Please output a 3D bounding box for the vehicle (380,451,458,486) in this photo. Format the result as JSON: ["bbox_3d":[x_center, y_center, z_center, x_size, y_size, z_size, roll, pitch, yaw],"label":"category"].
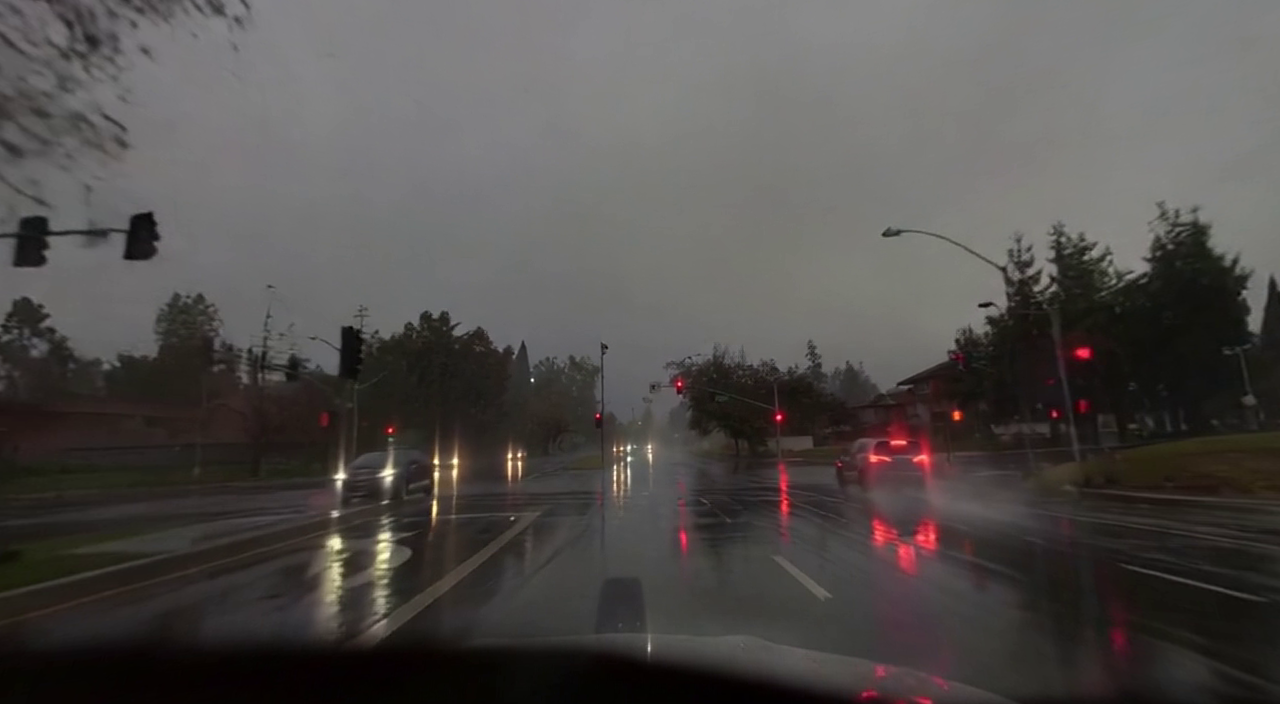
[{"bbox_3d":[-11.626,6.042,33.055,2.065,1.477,4.519,0,-7,-44],"label":"vehicle"}]

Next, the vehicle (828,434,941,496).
[{"bbox_3d":[7.438,3.466,19.767,2.011,1.710,4.357,-1,-9,3],"label":"vehicle"}]
